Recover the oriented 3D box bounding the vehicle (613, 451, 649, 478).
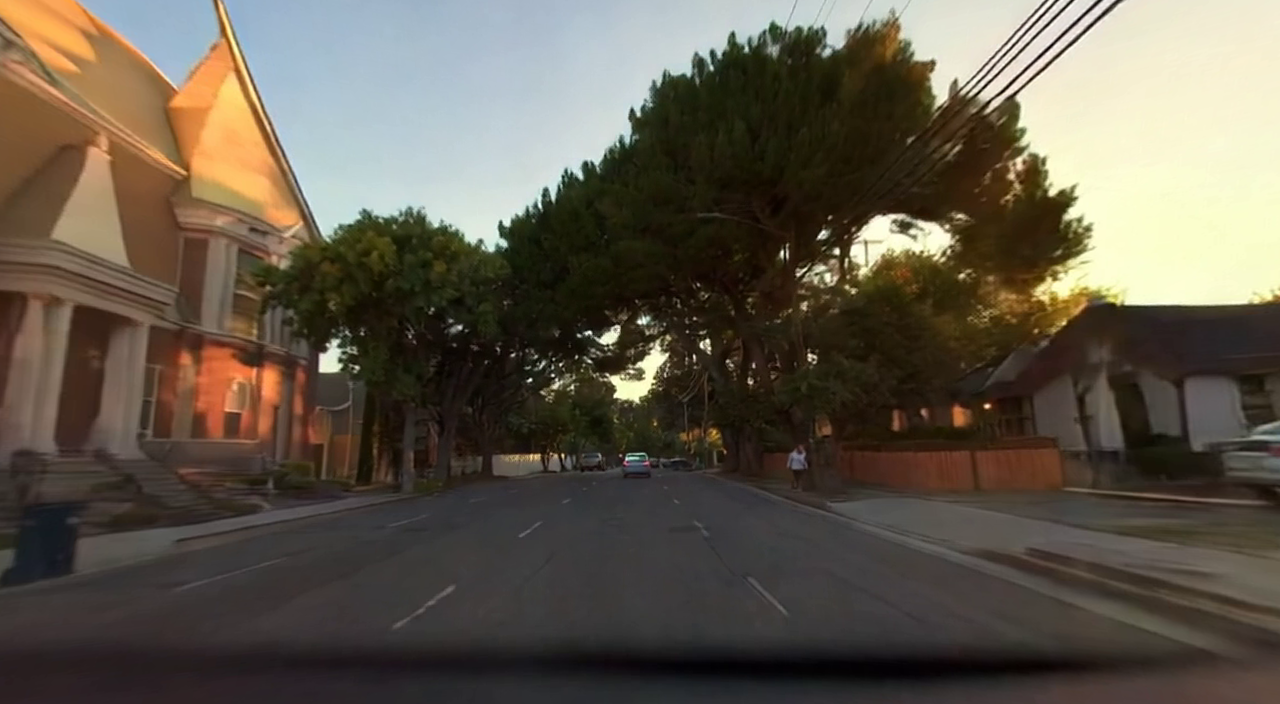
[{"bbox_3d":[-0.549,6.751,38.085,2.093,1.497,4.010,0,-9,-1],"label":"vehicle"}]
